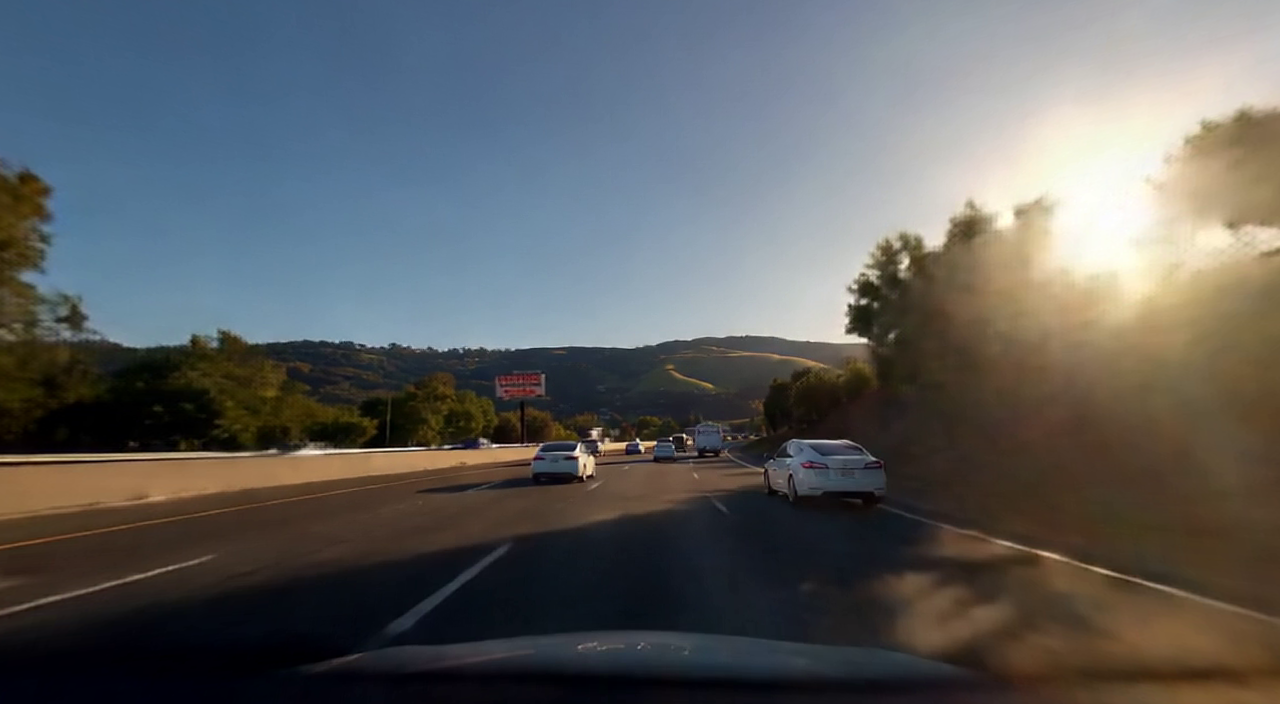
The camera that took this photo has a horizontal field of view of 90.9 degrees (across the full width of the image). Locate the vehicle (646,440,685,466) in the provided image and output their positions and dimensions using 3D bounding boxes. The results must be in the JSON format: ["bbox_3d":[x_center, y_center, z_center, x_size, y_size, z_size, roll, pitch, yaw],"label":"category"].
[{"bbox_3d":[1.560,6.075,38.098,2.202,1.467,3.929,-1,-8,3],"label":"vehicle"}]

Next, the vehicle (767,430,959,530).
[{"bbox_3d":[3.837,2.273,11.828,2.013,1.464,4.317,1,-8,0],"label":"vehicle"}]

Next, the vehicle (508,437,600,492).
[{"bbox_3d":[-2.520,3.464,19.797,2.031,1.491,4.792,-1,-8,3],"label":"vehicle"}]

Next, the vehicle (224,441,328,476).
[{"bbox_3d":[-19.078,5.603,33.420,2.094,1.696,5.276,-1,-8,4],"label":"vehicle"}]
